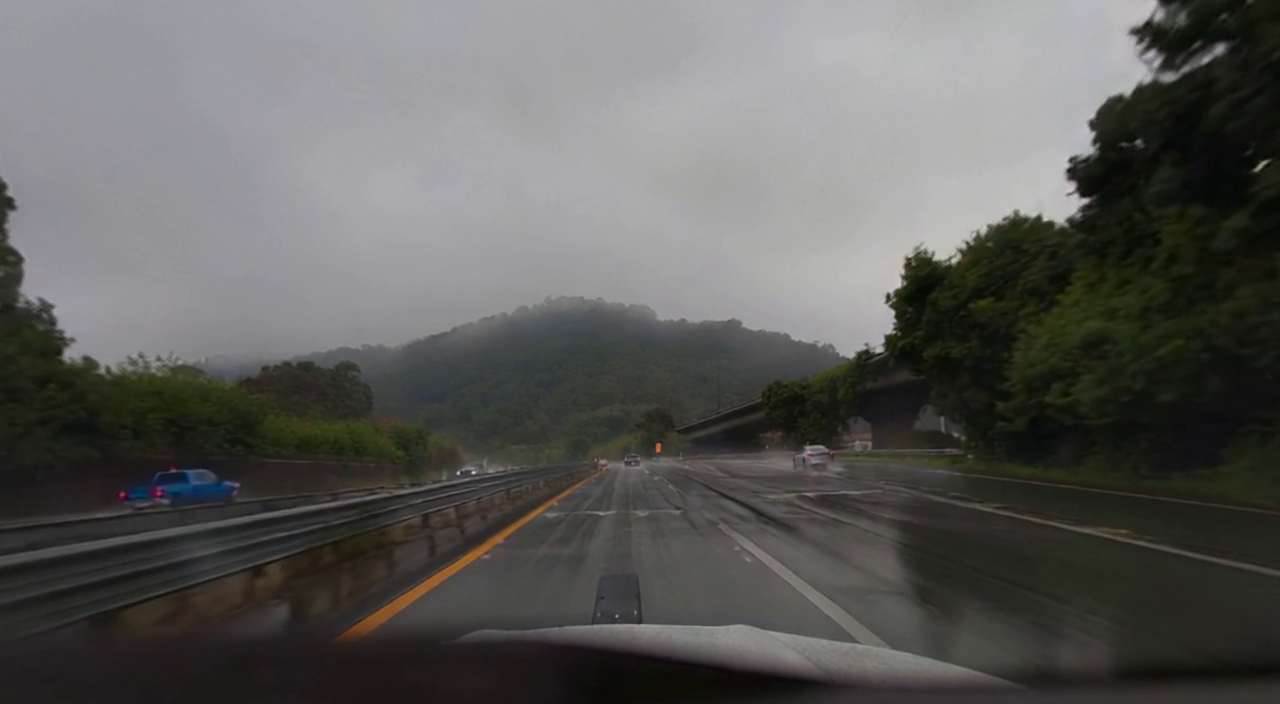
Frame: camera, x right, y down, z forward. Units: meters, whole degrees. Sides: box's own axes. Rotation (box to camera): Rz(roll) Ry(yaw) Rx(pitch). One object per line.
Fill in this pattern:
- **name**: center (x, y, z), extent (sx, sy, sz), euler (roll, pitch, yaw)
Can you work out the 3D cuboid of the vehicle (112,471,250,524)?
- **vehicle**: center (-22.290, 7.044, 31.096), extent (2.573, 1.976, 5.651), euler (-2, -8, 0)
